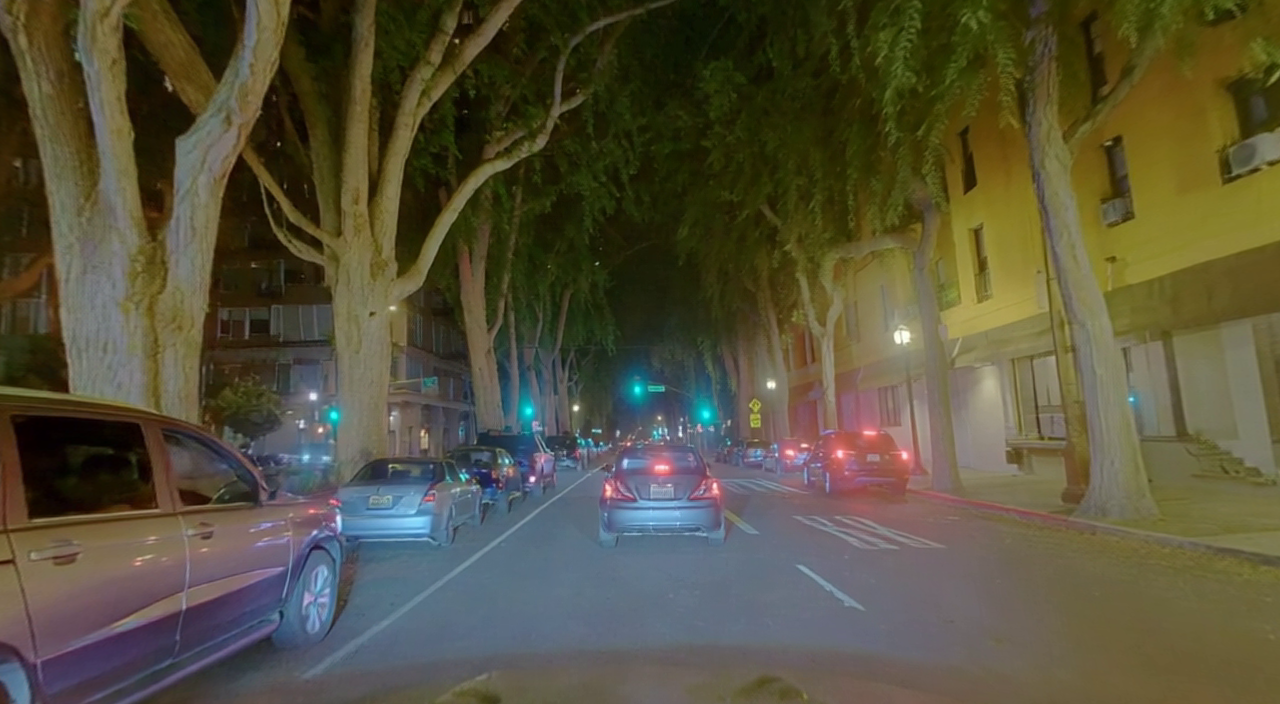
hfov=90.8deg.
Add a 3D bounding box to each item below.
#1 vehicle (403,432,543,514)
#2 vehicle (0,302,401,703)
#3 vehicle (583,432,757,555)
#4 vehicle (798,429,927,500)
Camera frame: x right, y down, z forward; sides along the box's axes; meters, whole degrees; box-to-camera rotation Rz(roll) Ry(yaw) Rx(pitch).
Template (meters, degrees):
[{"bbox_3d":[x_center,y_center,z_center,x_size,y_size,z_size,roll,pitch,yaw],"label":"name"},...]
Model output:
[{"bbox_3d":[-3.501,2.622,14.231,1.901,1.522,4.556,0,-9,0],"label":"vehicle"},{"bbox_3d":[-3.268,0.929,3.394,2.152,1.802,4.628,0,-9,0],"label":"vehicle"},{"bbox_3d":[0.269,1.992,9.580,2.095,1.438,3.843,0,-9,-3],"label":"vehicle"},{"bbox_3d":[6.347,3.248,18.697,2.025,1.808,4.579,0,-9,-2],"label":"vehicle"}]
